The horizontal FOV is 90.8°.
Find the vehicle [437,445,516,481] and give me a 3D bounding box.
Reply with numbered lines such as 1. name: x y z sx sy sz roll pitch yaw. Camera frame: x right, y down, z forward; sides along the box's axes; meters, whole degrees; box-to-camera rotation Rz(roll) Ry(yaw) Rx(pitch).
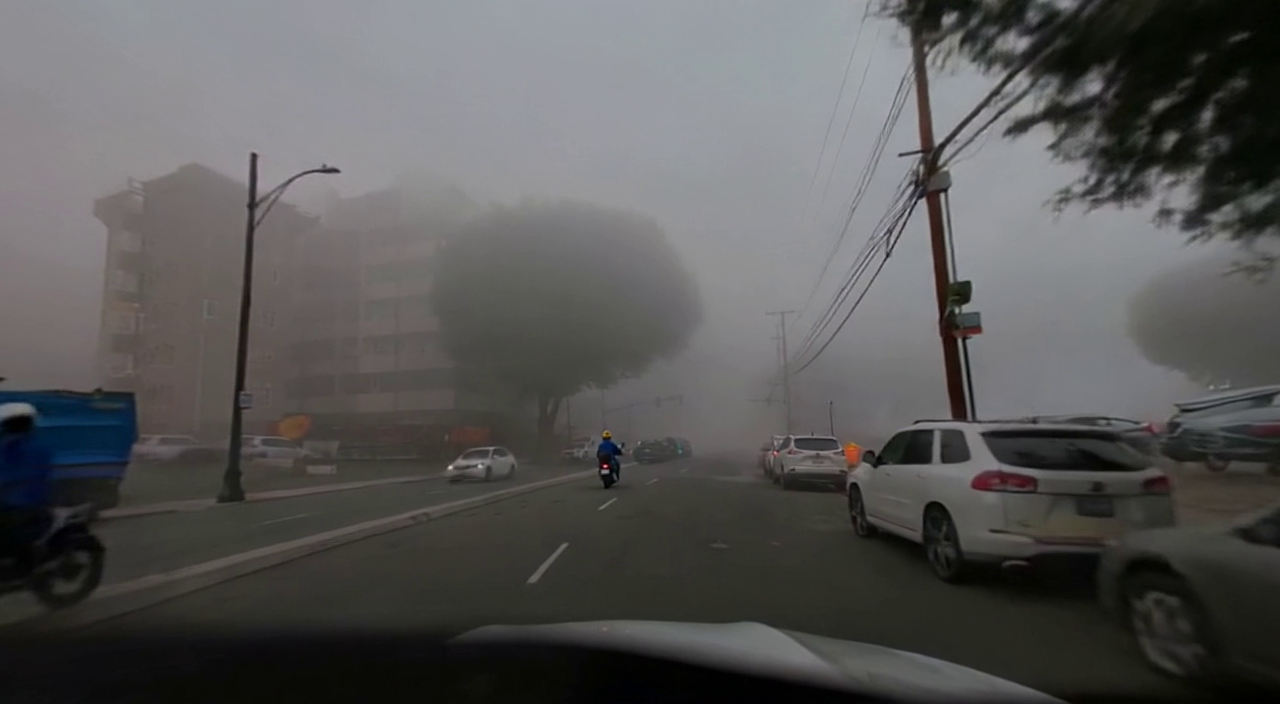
1. vehicle: -7.614 5.184 29.924 1.905 1.536 4.714 -1 -8 8

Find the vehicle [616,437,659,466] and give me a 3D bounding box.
1. vehicle: -0.074 5.912 37.661 1.925 1.602 4.090 -2 -8 9

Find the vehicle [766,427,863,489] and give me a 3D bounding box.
1. vehicle: 5.722 3.538 21.486 2.387 1.820 5.286 -1 -8 7

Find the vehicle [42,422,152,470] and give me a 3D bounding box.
1. vehicle: -42.417 7.387 49.780 3.045 3.446 8.002 2 -8 -14

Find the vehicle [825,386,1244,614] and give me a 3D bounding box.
1. vehicle: 3.978 1.572 7.841 2.171 1.832 5.180 -1 -8 5

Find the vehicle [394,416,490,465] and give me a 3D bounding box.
1. vehicle: -13.867 6.376 45.361 2.990 3.144 9.080 -1 -8 7

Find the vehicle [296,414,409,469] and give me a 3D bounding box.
1. vehicle: -19.861 6.246 44.473 3.283 3.441 8.669 -2 -8 5

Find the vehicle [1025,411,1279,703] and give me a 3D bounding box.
1. vehicle: 3.727 0.930 2.298 1.826 1.469 4.608 0 -8 1

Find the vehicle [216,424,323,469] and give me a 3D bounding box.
1. vehicle: -26.033 6.674 44.822 2.933 2.907 6.416 -2 -8 10
